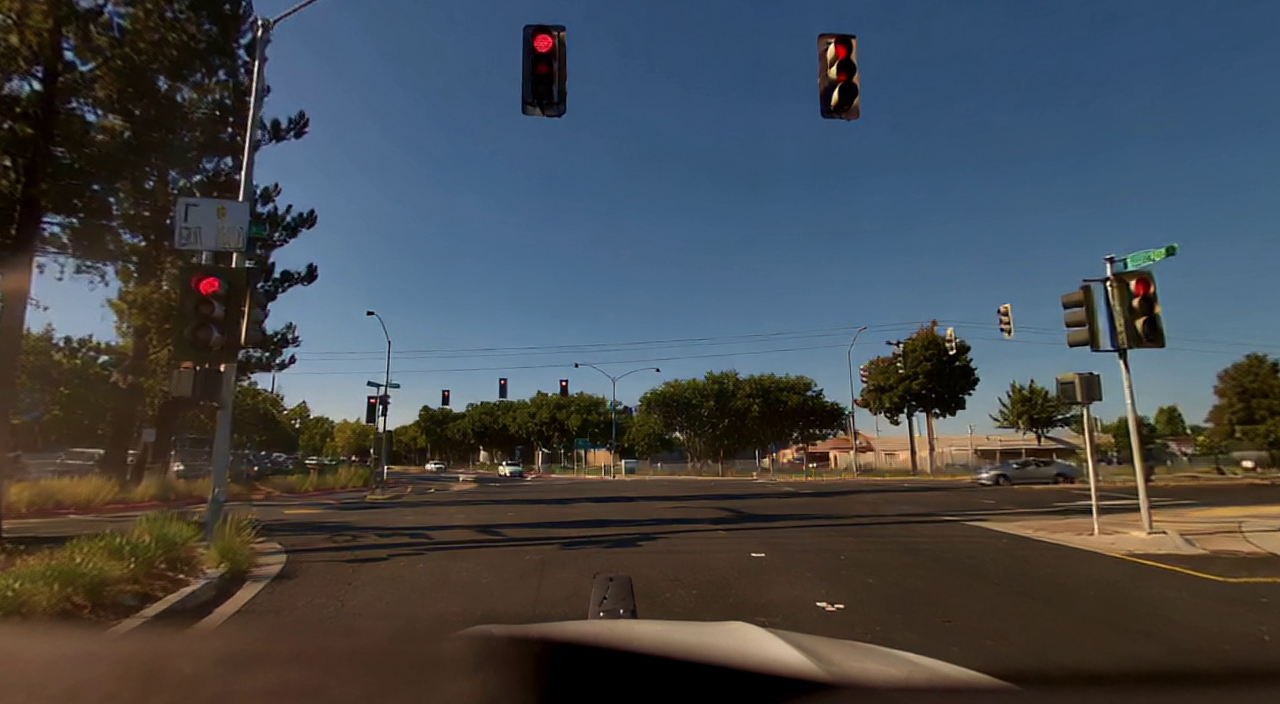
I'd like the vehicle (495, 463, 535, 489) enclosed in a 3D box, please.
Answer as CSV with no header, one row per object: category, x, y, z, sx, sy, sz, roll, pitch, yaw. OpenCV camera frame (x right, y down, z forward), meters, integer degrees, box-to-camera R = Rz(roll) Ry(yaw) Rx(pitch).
vehicle,-8.999,8.946,45.687,2.045,1.608,3.709,0,-8,1

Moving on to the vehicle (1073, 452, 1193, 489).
vehicle,22.727,5.448,29.124,3.998,1.590,1.936,1,-10,-6

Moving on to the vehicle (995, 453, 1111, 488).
vehicle,21.215,6.130,32.470,4.455,1.647,2.124,1,-12,-6
